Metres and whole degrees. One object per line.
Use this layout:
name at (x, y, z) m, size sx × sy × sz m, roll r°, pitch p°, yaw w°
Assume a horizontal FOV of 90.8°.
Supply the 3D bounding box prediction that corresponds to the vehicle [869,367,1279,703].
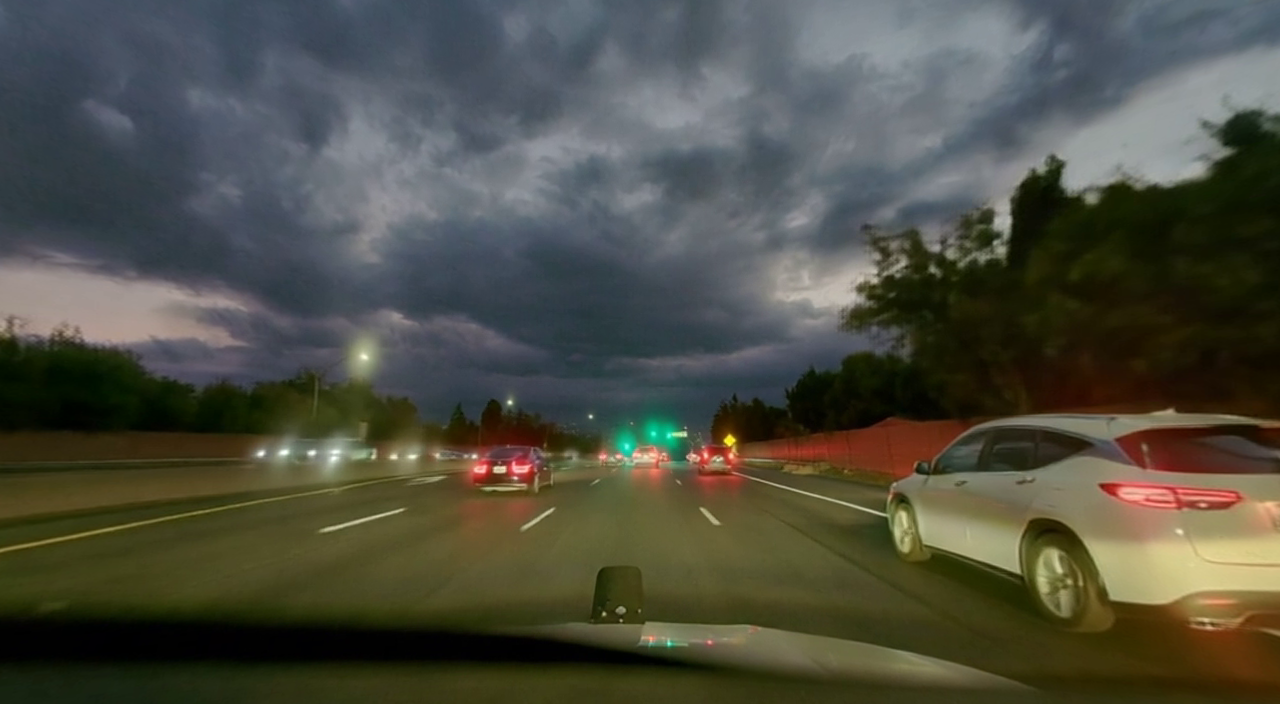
vehicle at (3.729, 1.250, 5.053) m, size 2.029 × 1.716 × 4.545 m, roll 0°, pitch -8°, yaw 0°

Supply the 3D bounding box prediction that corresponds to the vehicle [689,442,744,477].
vehicle at (3.943, 5.620, 33.337) m, size 2.320 × 1.735 × 4.408 m, roll 0°, pitch -8°, yaw 0°

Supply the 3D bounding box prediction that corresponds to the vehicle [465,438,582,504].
vehicle at (-2.911, 3.108, 17.031) m, size 2.130 × 1.514 × 4.766 m, roll 0°, pitch -8°, yaw 1°

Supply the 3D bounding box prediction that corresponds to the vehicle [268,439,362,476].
vehicle at (-15.768, 5.124, 30.965) m, size 2.032 × 1.616 × 4.579 m, roll 0°, pitch -8°, yaw 2°

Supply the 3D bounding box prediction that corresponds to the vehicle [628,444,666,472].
vehicle at (0.520, 6.976, 41.901) m, size 2.408 × 1.748 × 4.217 m, roll 0°, pitch -8°, yaw 3°
